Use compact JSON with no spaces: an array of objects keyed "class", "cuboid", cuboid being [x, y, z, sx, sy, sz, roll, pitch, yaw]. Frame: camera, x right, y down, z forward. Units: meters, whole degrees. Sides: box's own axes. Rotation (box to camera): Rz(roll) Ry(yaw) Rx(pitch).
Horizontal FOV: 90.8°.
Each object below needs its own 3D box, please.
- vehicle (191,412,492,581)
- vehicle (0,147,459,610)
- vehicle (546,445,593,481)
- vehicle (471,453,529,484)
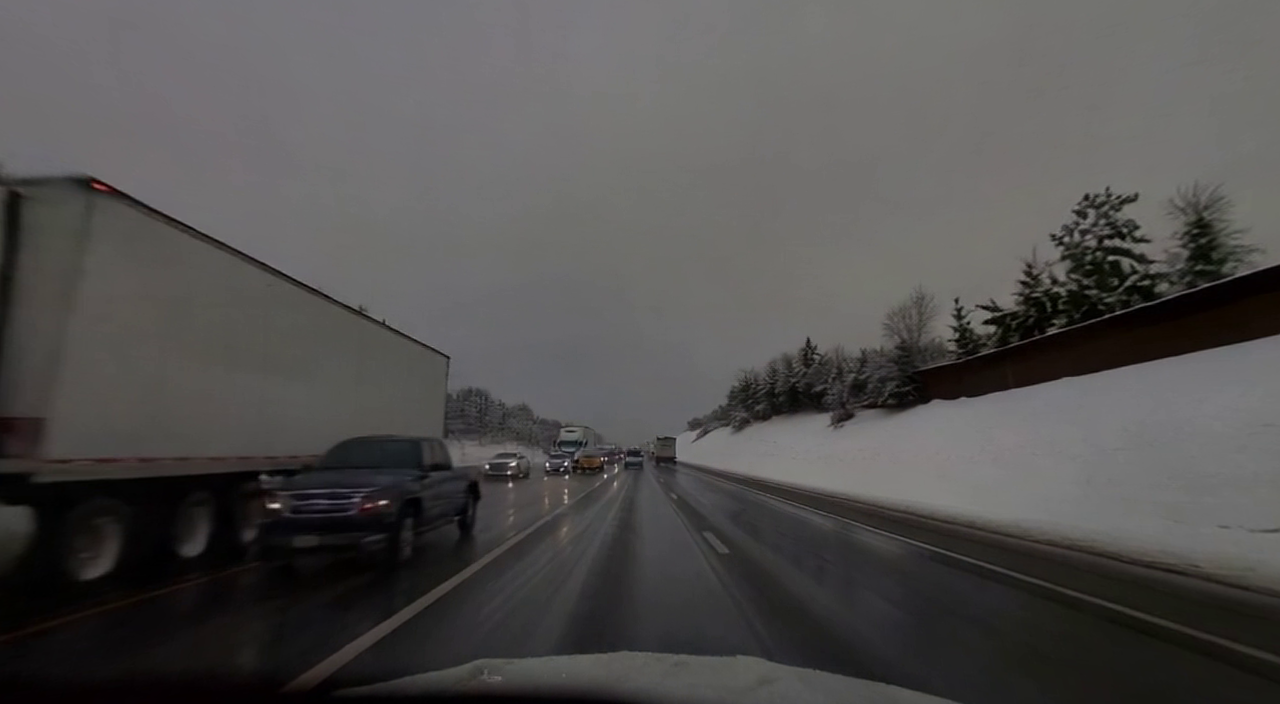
[{"class":"vehicle","cuboid":[-3.754,1.914,9.132,2.088,1.800,4.543,0,-9,0]},{"class":"vehicle","cuboid":[-7.033,1.246,12.362,2.892,4.087,14.120,0,-9,0]},{"class":"vehicle","cuboid":[-3.847,6.127,35.074,2.127,1.806,4.243,0,-9,0]},{"class":"vehicle","cuboid":[-7.178,5.982,32.809,1.997,1.453,4.497,0,-9,0]}]
